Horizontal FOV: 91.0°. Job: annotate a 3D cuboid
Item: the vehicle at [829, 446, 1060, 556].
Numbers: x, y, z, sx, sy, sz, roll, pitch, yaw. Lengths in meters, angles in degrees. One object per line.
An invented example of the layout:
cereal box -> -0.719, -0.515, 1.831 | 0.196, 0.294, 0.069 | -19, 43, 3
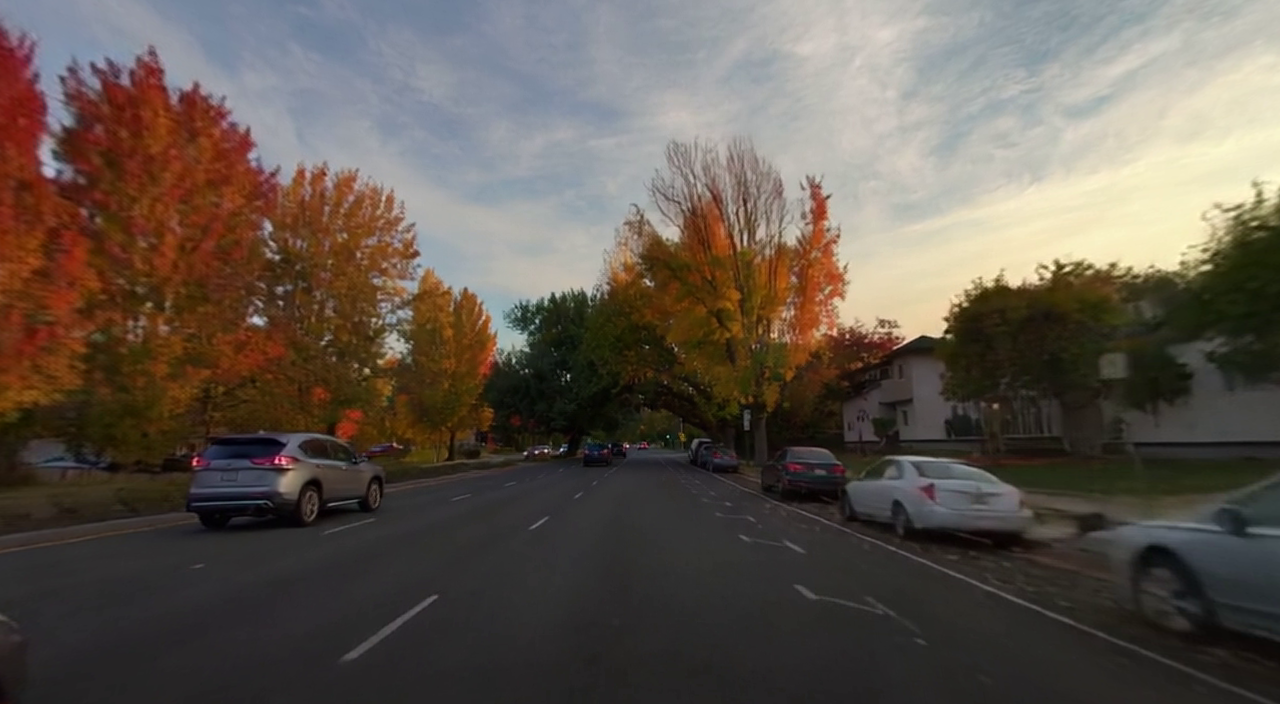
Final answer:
vehicle -> 4.809, 2.371, 10.814 | 1.824, 1.453, 4.374 | 0, -9, 1

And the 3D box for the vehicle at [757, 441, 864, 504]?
vehicle -> 4.904, 3.522, 18.837 | 1.934, 1.612, 4.477 | 1, -9, 0

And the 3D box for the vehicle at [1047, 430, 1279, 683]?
vehicle -> 4.827, 1.203, 3.540 | 1.952, 1.505, 4.713 | 0, -9, 1

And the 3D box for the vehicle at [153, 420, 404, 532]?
vehicle -> -6.482, 2.270, 12.096 | 2.034, 1.711, 4.512 | 0, -9, 1

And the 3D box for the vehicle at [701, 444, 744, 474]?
vehicle -> 4.859, 6.353, 37.684 | 1.950, 1.668, 4.414 | 1, -9, -1

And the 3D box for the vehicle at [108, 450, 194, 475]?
vehicle -> -34.386, 7.787, 44.345 | 4.273, 1.679, 1.987 | 1, -9, -4

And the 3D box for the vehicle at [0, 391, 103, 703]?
vehicle -> -3.146, 0.577, 0.181 | 1.982, 1.478, 4.465 | 0, -9, 1
